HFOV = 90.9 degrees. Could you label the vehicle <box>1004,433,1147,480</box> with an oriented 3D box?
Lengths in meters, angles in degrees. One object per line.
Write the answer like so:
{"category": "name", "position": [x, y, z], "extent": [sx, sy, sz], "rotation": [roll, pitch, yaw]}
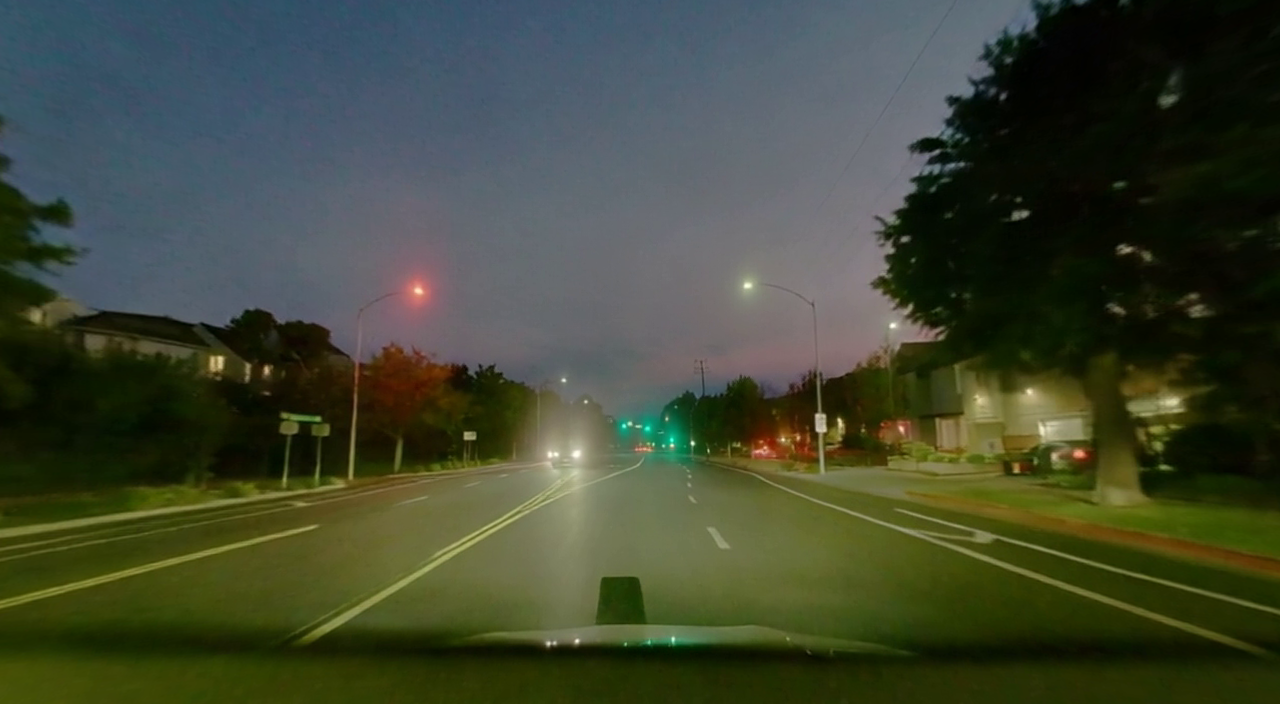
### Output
{"category": "vehicle", "position": [15.815, 3.821, 23.220], "extent": [1.901, 1.547, 4.411], "rotation": [0, -9, -4]}

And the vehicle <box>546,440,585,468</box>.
{"category": "vehicle", "position": [-5.054, 7.034, 43.584], "extent": [2.128, 1.753, 4.516], "rotation": [0, -9, 0]}
